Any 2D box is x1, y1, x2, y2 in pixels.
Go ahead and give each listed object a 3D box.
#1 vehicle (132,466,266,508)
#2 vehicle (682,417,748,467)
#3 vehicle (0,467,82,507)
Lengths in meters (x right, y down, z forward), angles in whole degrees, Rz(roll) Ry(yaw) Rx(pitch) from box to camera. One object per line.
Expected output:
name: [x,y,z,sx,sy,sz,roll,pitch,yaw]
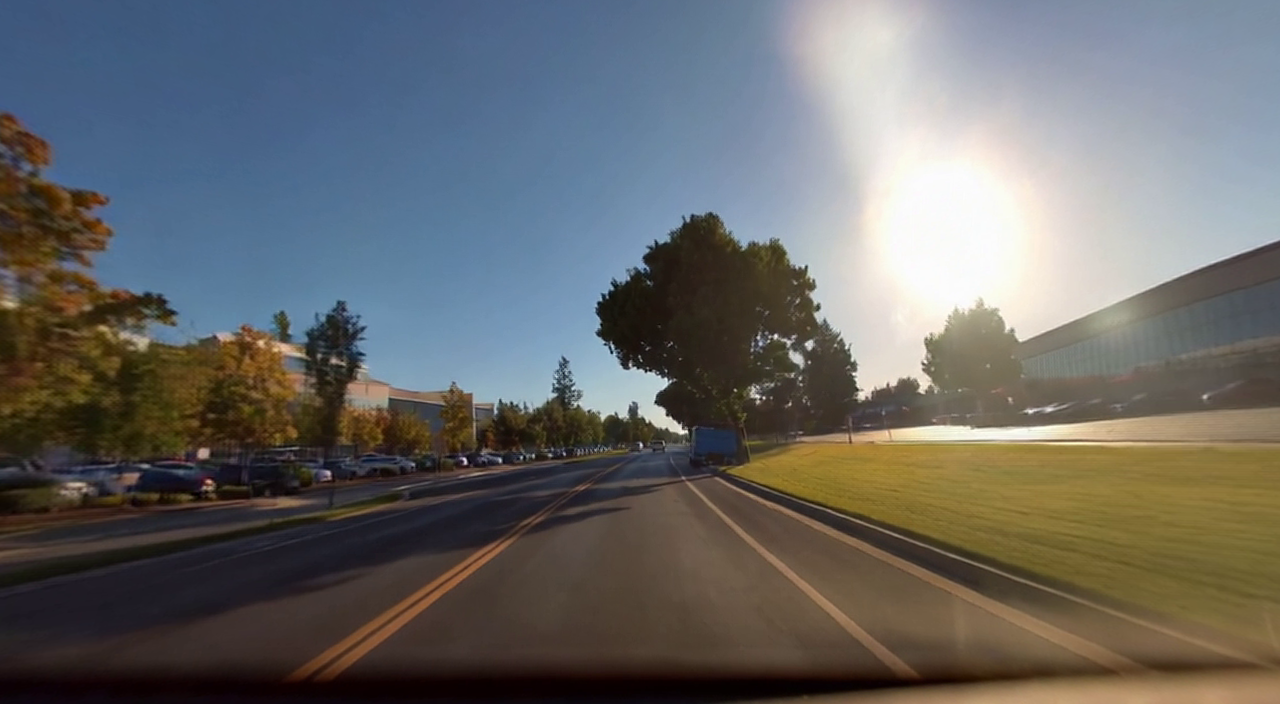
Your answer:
vehicle: [-22.129,6.728,32.019,2.233,1.709,5.161,-3,-9,18]
vehicle: [4.915,6.240,43.778,3.282,3.067,10.181,0,-8,0]
vehicle: [-32.478,7.079,32.876,4.996,1.817,2.054,-3,-9,2]
